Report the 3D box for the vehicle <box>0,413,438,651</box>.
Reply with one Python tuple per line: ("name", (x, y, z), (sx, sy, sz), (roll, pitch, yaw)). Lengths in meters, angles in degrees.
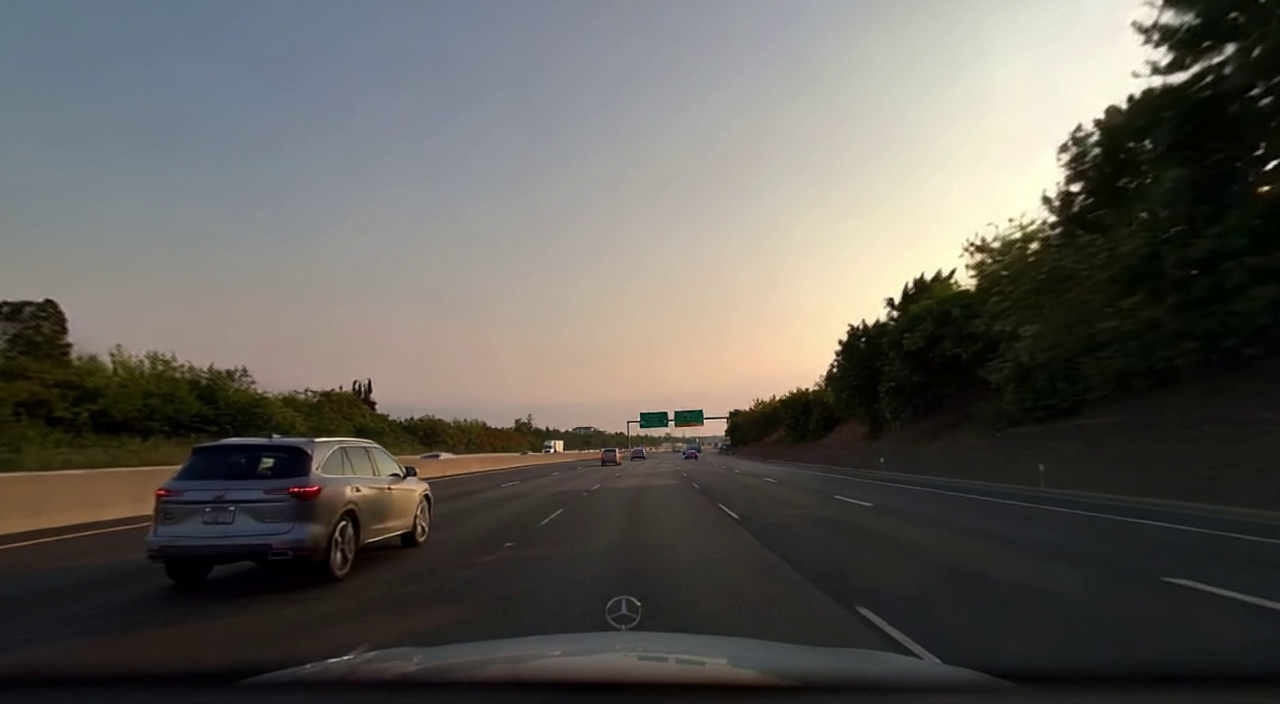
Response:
("vehicle", (-3.812, 1.549, 6.483), (2.016, 1.623, 4.126), (0, -8, 1))
